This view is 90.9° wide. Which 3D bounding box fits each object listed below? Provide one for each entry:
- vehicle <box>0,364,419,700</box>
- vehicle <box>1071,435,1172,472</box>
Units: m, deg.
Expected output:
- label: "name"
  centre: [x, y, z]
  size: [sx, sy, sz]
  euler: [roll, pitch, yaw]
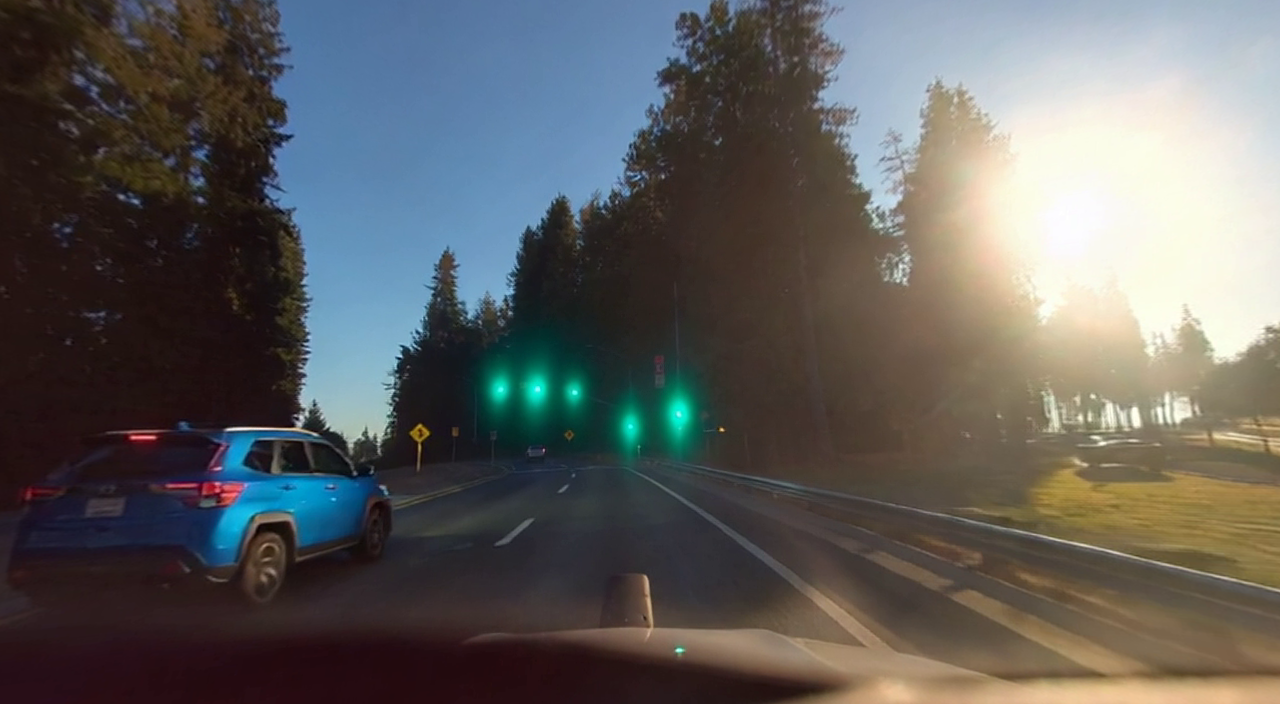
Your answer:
- label: "vehicle"
  centre: [-4.151, 1.351, 6.044]
  size: [2.336, 1.857, 4.986]
  euler: [0, -8, -1]
- label: "vehicle"
  centre: [21.539, 4.515, 28.177]
  size: [4.141, 1.451, 1.720]
  euler: [2, -10, -25]
